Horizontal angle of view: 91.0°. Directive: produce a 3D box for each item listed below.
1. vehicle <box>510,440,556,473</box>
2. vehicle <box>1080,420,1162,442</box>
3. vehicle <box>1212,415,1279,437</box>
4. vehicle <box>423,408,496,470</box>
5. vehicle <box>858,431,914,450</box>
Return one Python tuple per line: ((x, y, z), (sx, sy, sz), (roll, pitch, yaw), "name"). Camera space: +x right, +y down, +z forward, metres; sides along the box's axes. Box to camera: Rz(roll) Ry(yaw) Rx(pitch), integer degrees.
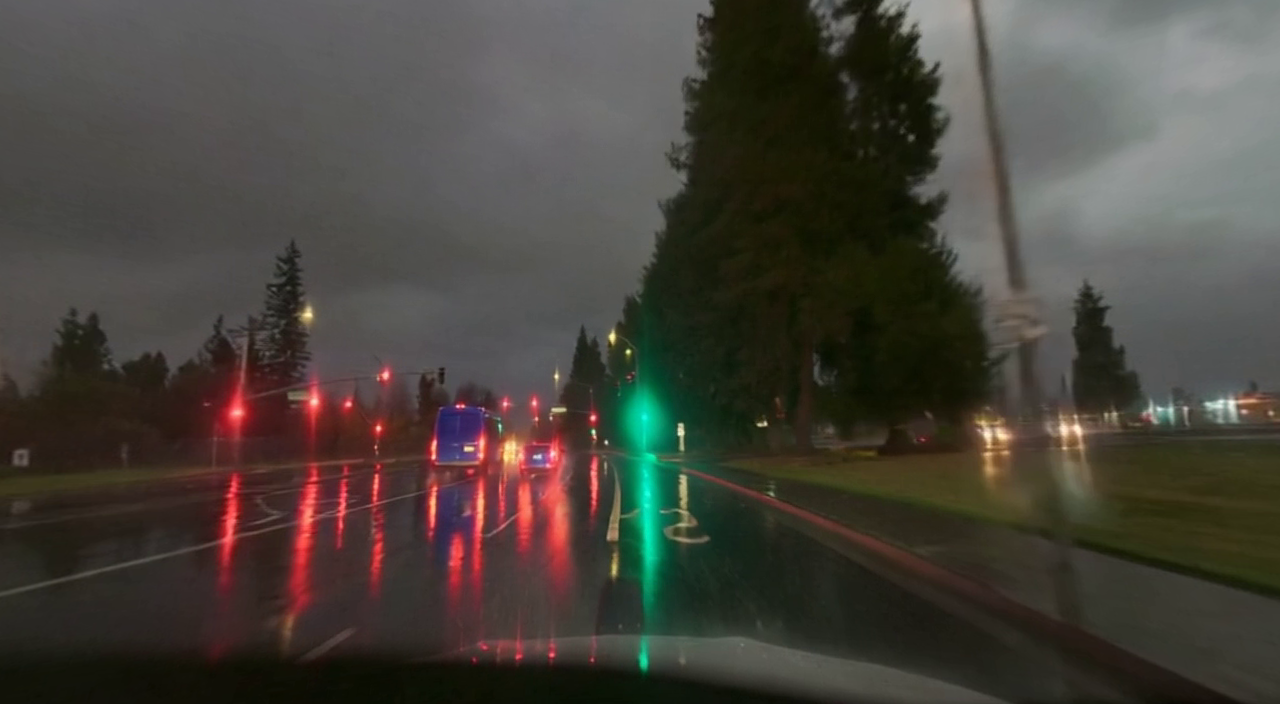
((-5.336, 5.265, 31.906), (2.019, 1.485, 4.565), (1, -9, -7), "vehicle")
((38.107, 6.283, 49.994), (4.643, 1.620, 1.938), (-2, -9, 13), "vehicle")
((46.704, 5.666, 47.766), (4.373, 1.593, 1.908), (-2, -9, 15), "vehicle")
((-9.397, 4.670, 33.504), (2.461, 2.889, 6.776), (1, -9, -6), "vehicle")
((19.391, 6.993, 49.628), (3.718, 1.480, 1.981), (4, -9, -21), "vehicle")
